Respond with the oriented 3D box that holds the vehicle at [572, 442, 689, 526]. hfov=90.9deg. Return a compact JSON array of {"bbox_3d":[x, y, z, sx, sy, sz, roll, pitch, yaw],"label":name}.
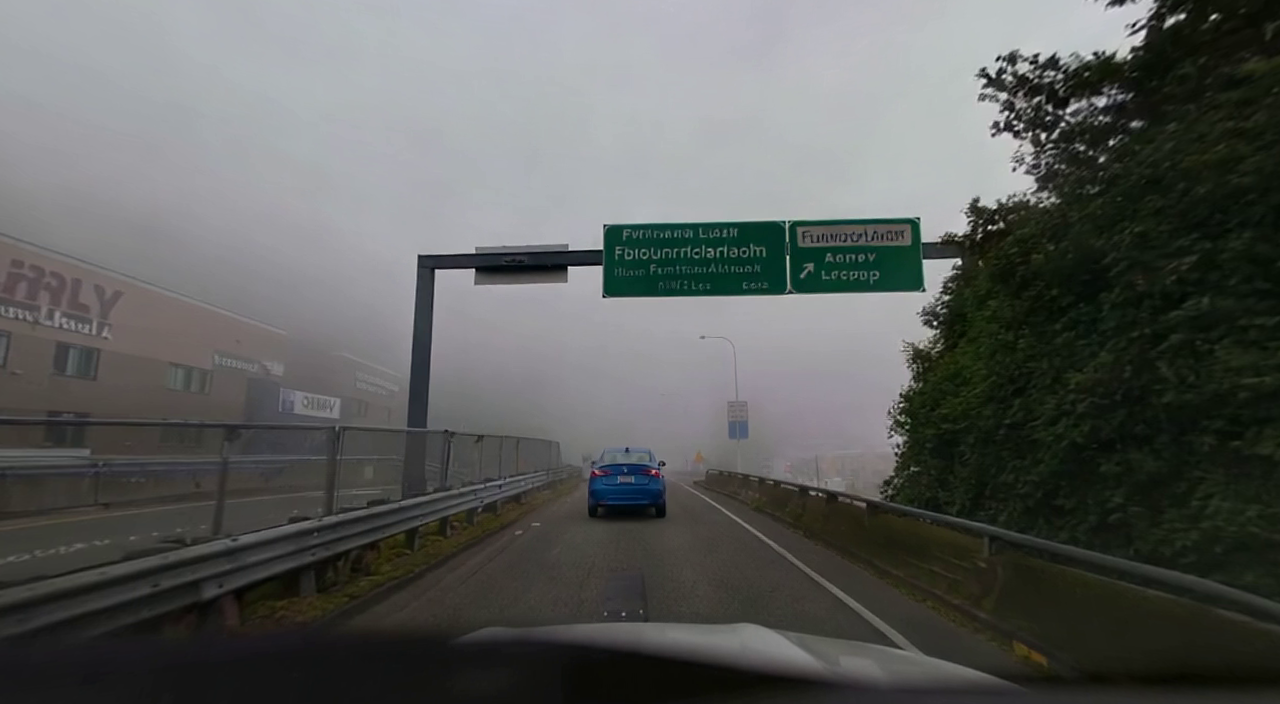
[{"bbox_3d":[-0.176,2.640,13.137,2.063,1.442,3.933,0,-9,0],"label":"vehicle"}]
